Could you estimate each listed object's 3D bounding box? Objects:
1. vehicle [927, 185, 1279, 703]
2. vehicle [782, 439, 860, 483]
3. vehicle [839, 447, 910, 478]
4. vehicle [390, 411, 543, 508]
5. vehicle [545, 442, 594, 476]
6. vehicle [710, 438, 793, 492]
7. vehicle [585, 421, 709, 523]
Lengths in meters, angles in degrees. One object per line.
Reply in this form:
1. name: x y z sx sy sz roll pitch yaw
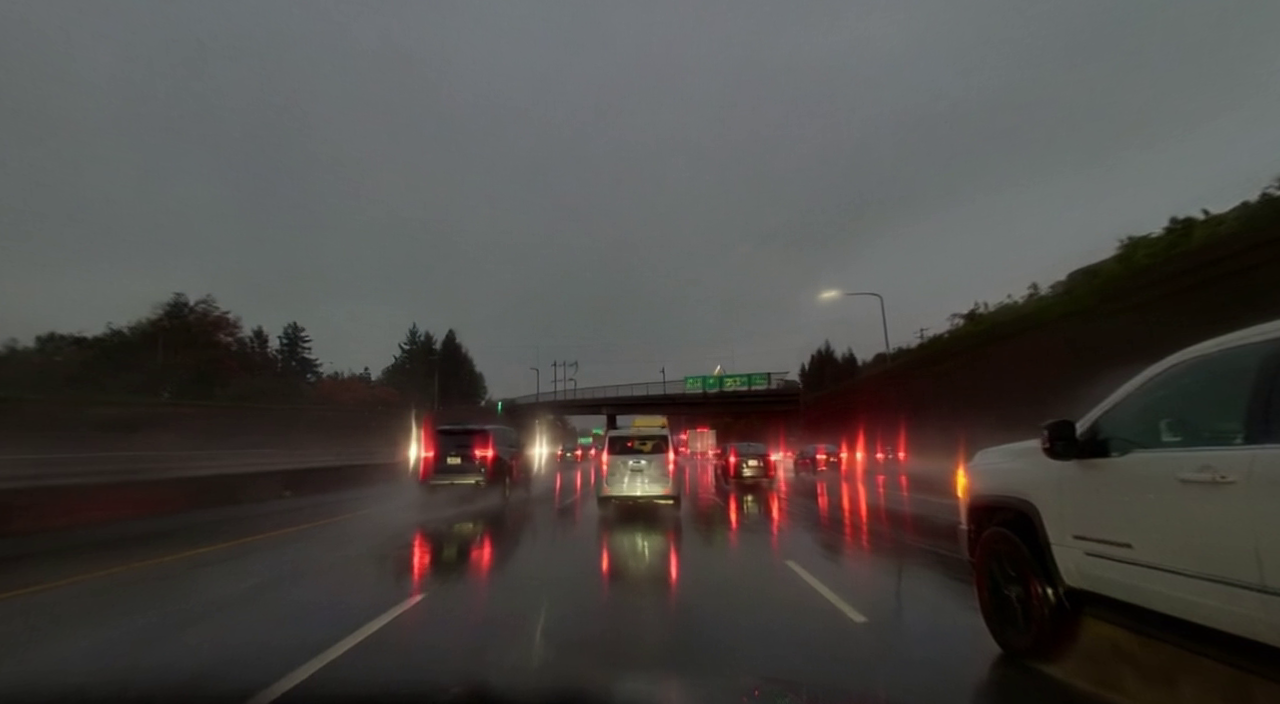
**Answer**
1. vehicle: 3.521 0.544 2.476 2.300 2.242 5.327 0 -9 1
2. vehicle: 7.883 4.778 27.945 2.054 1.769 4.693 0 -9 0
3. vehicle: 12.151 5.737 32.970 1.945 1.498 4.385 1 -9 -1
4. vehicle: -4.271 2.810 16.855 2.212 2.101 6.052 0 -9 2
5. vehicle: -3.703 5.701 33.890 1.982 1.655 4.604 0 -9 2
6. vehicle: 3.697 3.854 21.837 2.022 1.633 4.651 1 -9 0
7. vehicle: 0.159 2.427 13.175 2.181 1.756 4.167 0 -9 1
